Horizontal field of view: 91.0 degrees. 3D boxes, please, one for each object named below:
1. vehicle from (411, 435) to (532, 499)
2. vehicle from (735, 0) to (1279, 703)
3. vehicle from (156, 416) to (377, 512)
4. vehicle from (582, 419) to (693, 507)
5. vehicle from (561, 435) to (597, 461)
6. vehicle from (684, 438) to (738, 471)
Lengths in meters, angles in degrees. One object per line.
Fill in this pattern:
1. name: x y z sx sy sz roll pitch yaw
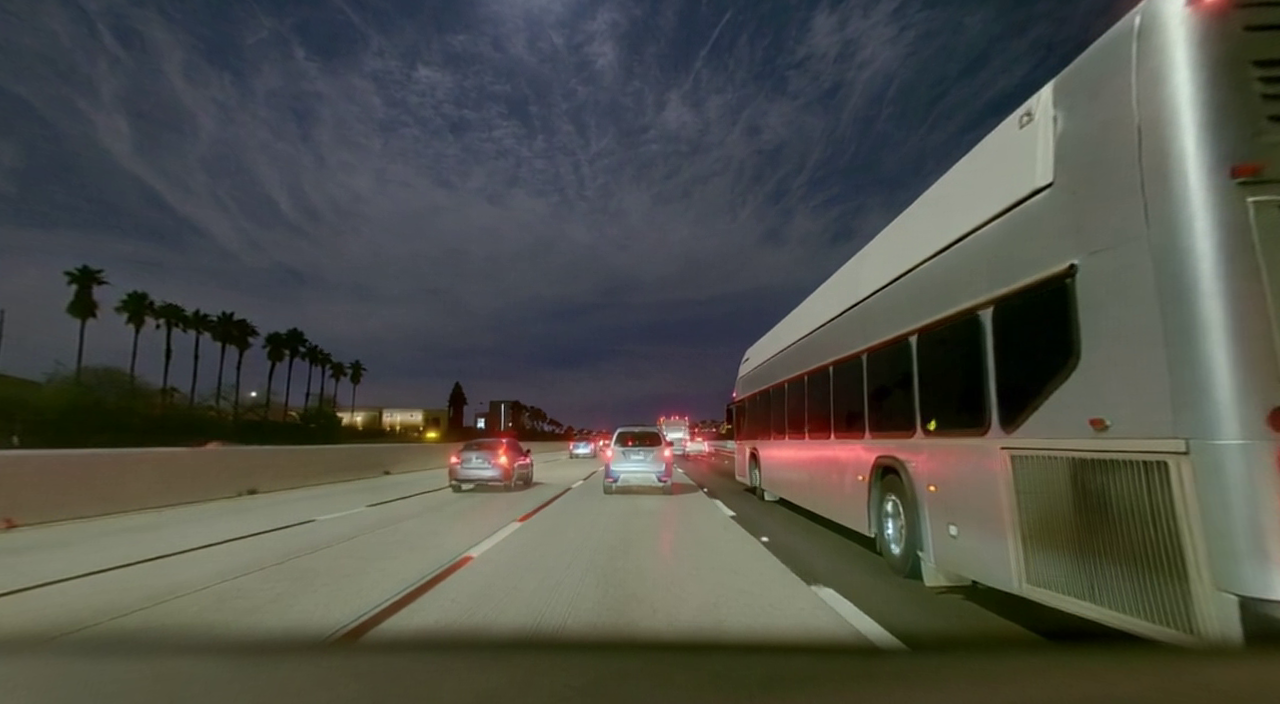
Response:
1. vehicle: -4.486 3.149 17.628 2.040 1.536 4.680 0 -9 1
2. vehicle: 3.969 0.819 9.537 3.020 3.622 14.302 0 -9 1
3. vehicle: -7.989 2.459 14.194 2.066 1.779 4.706 0 -9 0
4. vehicle: -0.019 2.619 15.138 2.268 1.796 4.280 0 -9 1
5. vehicle: -4.416 7.098 46.549 2.100 1.765 4.743 0 -9 1
6. vehicle: 3.441 5.095 31.403 2.039 1.516 4.521 0 -9 -2
